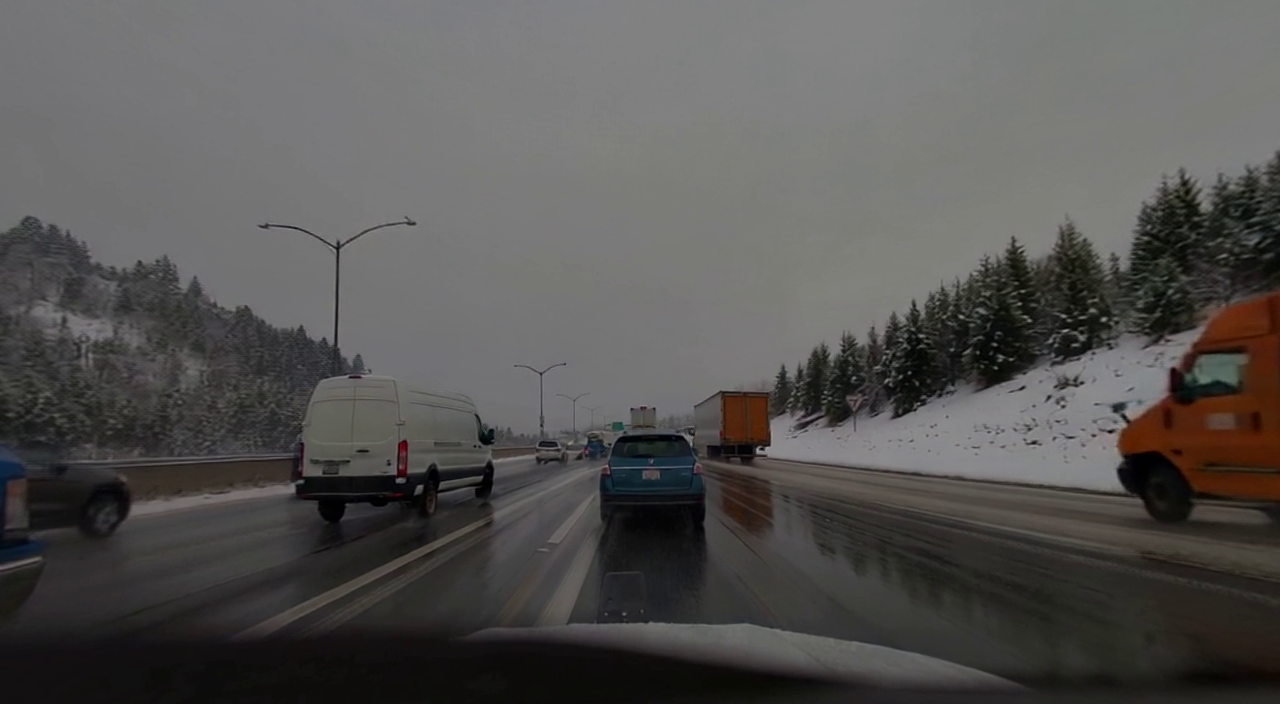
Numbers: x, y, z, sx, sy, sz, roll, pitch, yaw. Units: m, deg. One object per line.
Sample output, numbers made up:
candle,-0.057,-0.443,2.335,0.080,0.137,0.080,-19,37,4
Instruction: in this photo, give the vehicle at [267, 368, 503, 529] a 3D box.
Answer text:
vehicle,-4.647,1.933,12.867,2.300,2.522,5.701,0,-8,1

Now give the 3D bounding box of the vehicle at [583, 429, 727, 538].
vehicle,0.166,2.128,10.834,2.003,1.499,3.930,0,-8,-1

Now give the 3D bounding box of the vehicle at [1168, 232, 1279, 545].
vehicle,11.132,-0.106,4.299,2.977,3.878,11.111,3,-9,-23

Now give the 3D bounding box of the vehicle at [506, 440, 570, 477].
vehicle,-4.422,4.679,28.004,2.007,1.457,4.447,0,-8,1

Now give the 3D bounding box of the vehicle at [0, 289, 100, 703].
vehicle,-4.283,0.415,0.877,2.195,2.086,5.445,0,-8,0

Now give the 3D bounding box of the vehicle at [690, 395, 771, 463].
vehicle,6.334,6.038,47.807,2.989,4.277,16.586,0,-8,-3
